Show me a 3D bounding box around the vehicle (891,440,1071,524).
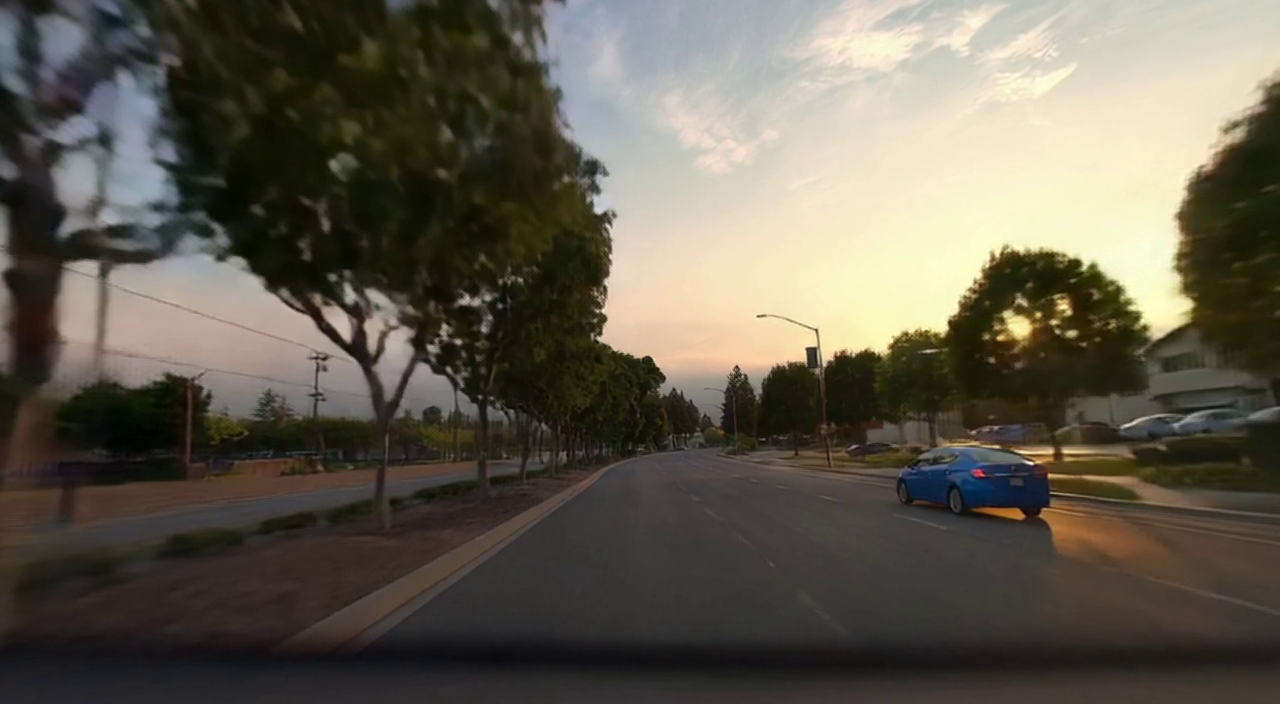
[{"bbox_3d":[6.908,2.637,13.259,1.797,1.518,3.433,0,-9,0],"label":"vehicle"}]
